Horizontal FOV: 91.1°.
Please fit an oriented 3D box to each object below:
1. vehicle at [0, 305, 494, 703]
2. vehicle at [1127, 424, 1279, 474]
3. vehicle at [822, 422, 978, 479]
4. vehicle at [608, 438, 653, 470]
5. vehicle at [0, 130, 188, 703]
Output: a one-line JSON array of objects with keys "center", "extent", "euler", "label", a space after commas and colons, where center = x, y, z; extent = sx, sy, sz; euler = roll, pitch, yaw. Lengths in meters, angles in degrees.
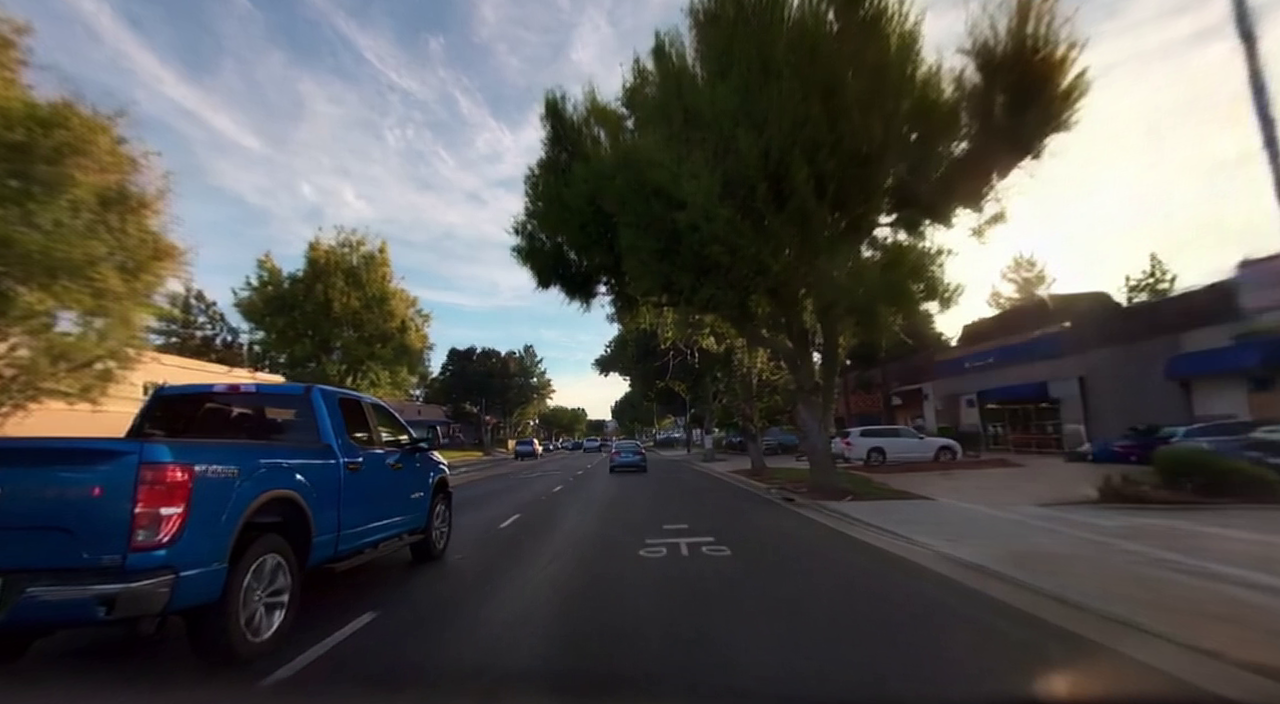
[{"center": [-3.694, 1.273, 6.598], "extent": [2.552, 2.079, 6.810], "euler": [0, -8, 1], "label": "vehicle"}, {"center": [19.962, 3.316, 21.478], "extent": [4.836, 1.567, 2.051], "euler": [-5, -10, 30], "label": "vehicle"}, {"center": [8.931, 3.354, 21.542], "extent": [5.109, 1.735, 1.997], "euler": [4, -9, -26], "label": "vehicle"}, {"center": [-0.502, 5.353, 33.160], "extent": [2.191, 1.530, 4.470], "euler": [0, -8, -1], "label": "vehicle"}, {"center": [-3.696, 0.217, 0.505], "extent": [2.733, 2.495, 5.037], "euler": [0, -8, 2], "label": "vehicle"}]
